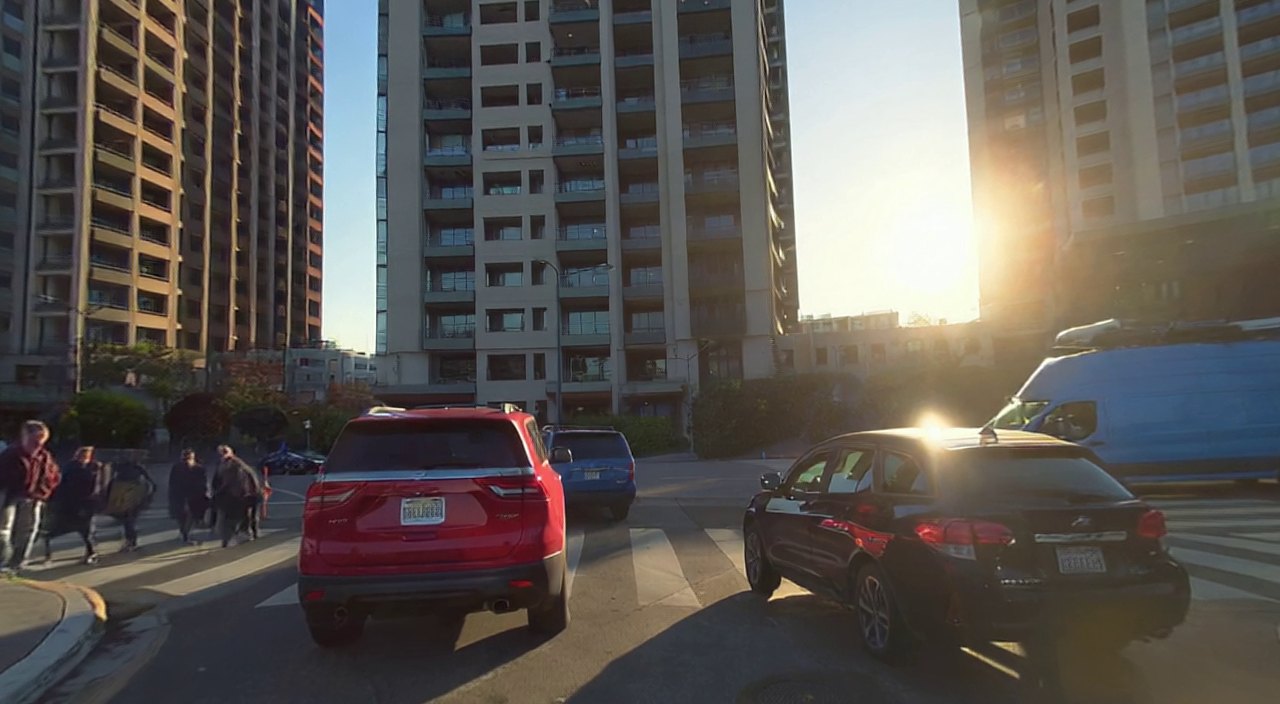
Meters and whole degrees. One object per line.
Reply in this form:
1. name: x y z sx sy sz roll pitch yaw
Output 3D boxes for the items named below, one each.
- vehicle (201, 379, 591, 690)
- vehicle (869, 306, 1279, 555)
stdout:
1. vehicle: -1.651 1.337 5.783 2.144 1.733 4.115 1 -9 -8
2. vehicle: 6.974 1.017 8.244 6.932 2.753 2.446 0 -8 1
